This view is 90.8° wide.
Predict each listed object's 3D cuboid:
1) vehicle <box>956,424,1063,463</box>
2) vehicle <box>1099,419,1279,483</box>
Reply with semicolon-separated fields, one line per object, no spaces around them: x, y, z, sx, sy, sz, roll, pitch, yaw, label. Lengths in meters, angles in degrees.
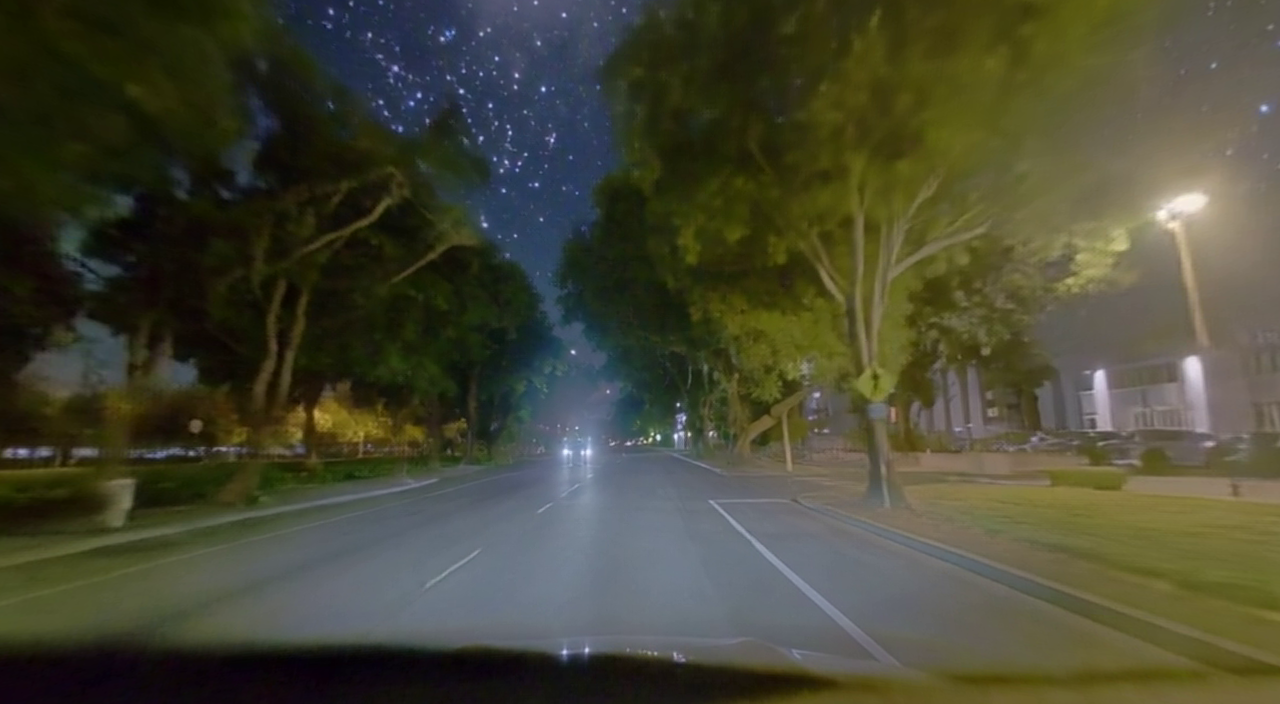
20.860;5.183;35.831;4.593;1.776;2.094;-4;-8;0;vehicle
15.270;2.657;17.045;4.134;1.580;1.952;-2;-8;14;vehicle
